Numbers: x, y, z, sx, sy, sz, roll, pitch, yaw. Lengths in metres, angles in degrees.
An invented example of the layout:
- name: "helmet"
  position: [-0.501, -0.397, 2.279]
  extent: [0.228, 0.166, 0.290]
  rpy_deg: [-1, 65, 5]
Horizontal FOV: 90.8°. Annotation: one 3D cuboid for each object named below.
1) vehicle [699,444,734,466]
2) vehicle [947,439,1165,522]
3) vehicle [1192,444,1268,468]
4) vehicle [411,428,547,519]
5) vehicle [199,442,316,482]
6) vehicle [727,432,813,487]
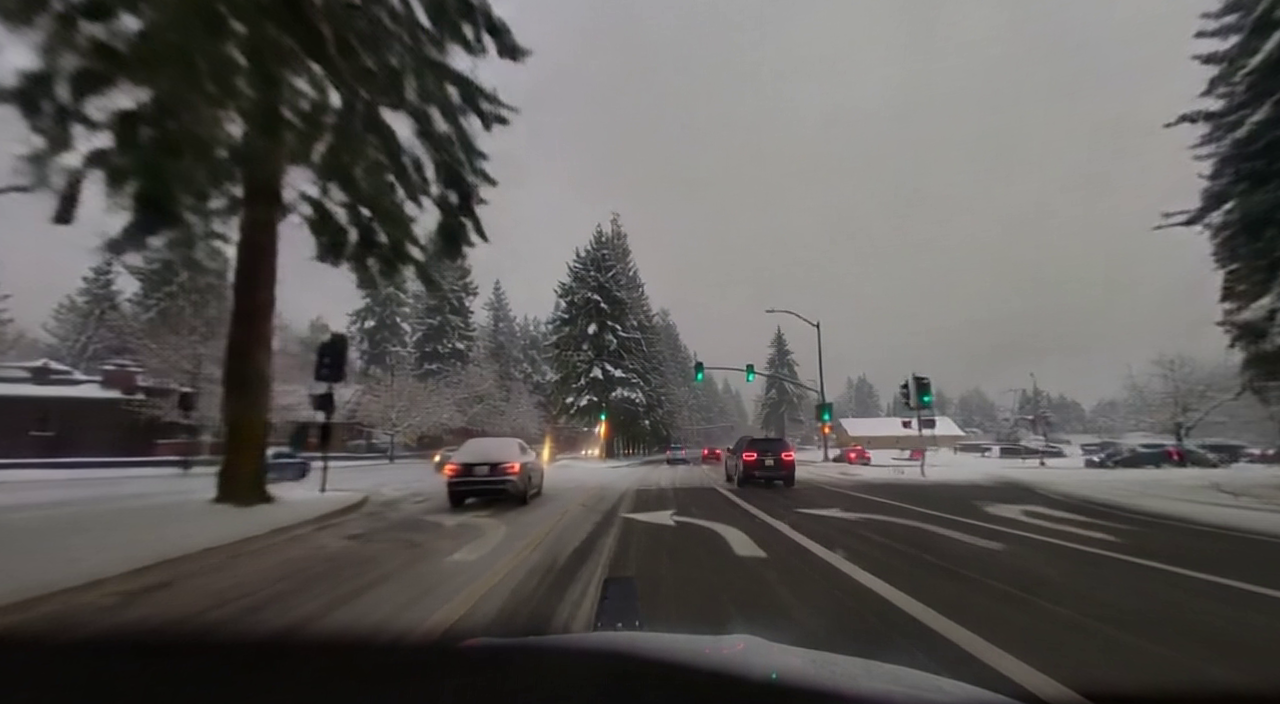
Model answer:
- name: "vehicle"
  position: [5.306, 7.191, 44.370]
  extent: [2.064, 1.474, 4.389]
  rpy_deg: [0, -9, 3]
- name: "vehicle"
  position: [8.662, 2.678, 13.708]
  extent: [1.949, 1.492, 4.103]
  rpy_deg: [0, -9, 1]
- name: "vehicle"
  position: [43.936, 7.750, 47.064]
  extent: [4.315, 1.694, 2.134]
  rpy_deg: [3, -9, -18]
- name: "vehicle"
  position: [-3.595, 2.805, 15.153]
  extent: [2.258, 1.812, 4.650]
  rpy_deg: [1, -9, -3]
- name: "vehicle"
  position: [-14.954, 4.297, 25.017]
  extent: [1.794, 1.440, 4.351]
  rpy_deg: [0, -9, 2]
- name: "vehicle"
  position: [4.635, 3.929, 23.329]
  extent: [2.209, 1.813, 4.724]
  rpy_deg: [0, -9, 1]
